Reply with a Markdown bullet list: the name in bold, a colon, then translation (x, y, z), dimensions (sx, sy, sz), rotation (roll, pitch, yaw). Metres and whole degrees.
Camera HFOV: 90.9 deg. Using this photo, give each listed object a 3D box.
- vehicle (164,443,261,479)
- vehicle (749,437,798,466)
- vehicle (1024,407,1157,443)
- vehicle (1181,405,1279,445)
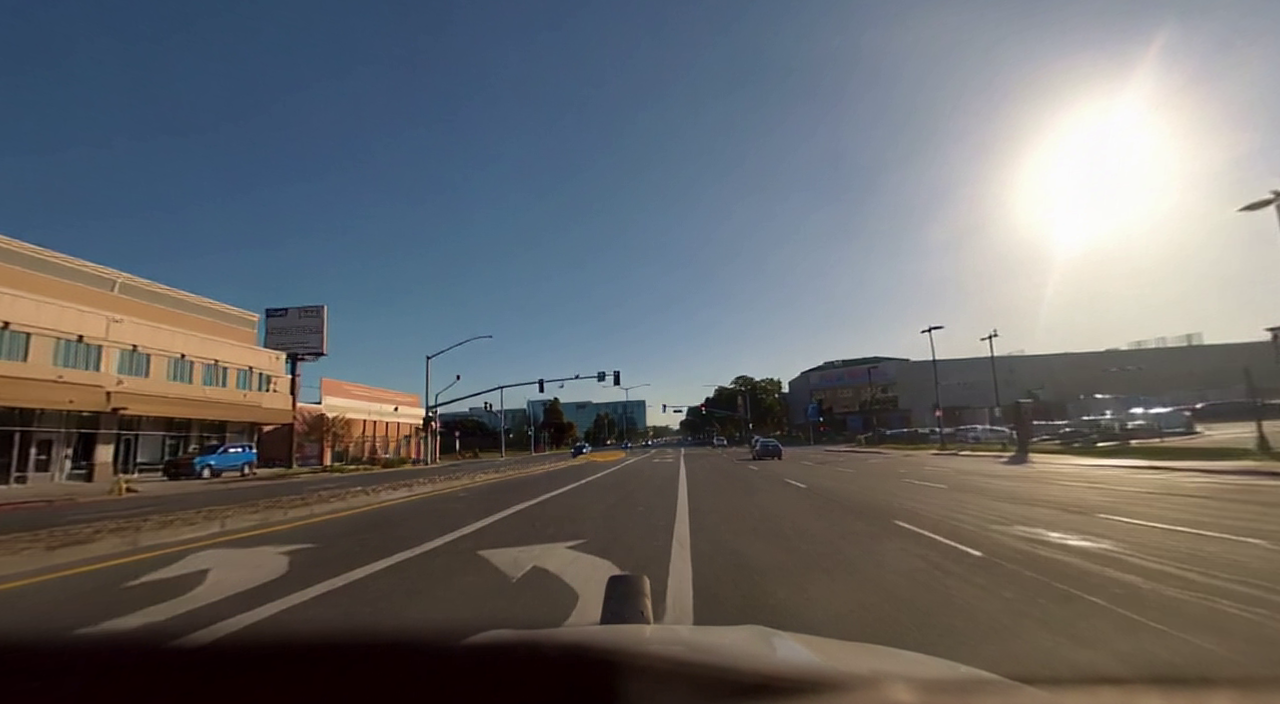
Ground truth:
- **vehicle**: translation (-28.473, 7.248, 42.298), dimensions (2.298, 2.186, 5.973), rotation (0, -9, 1)
- **vehicle**: translation (7.481, 5.618, 35.651), dimensions (2.038, 1.528, 4.259), rotation (-1, -9, 3)
- **vehicle**: translation (29.745, 4.887, 41.845), dimensions (6.608, 2.249, 2.726), rotation (-1, -9, 2)
- **vehicle**: translation (28.800, 3.475, 29.880), dimensions (4.326, 1.788, 1.984), rotation (-1, -9, 2)
